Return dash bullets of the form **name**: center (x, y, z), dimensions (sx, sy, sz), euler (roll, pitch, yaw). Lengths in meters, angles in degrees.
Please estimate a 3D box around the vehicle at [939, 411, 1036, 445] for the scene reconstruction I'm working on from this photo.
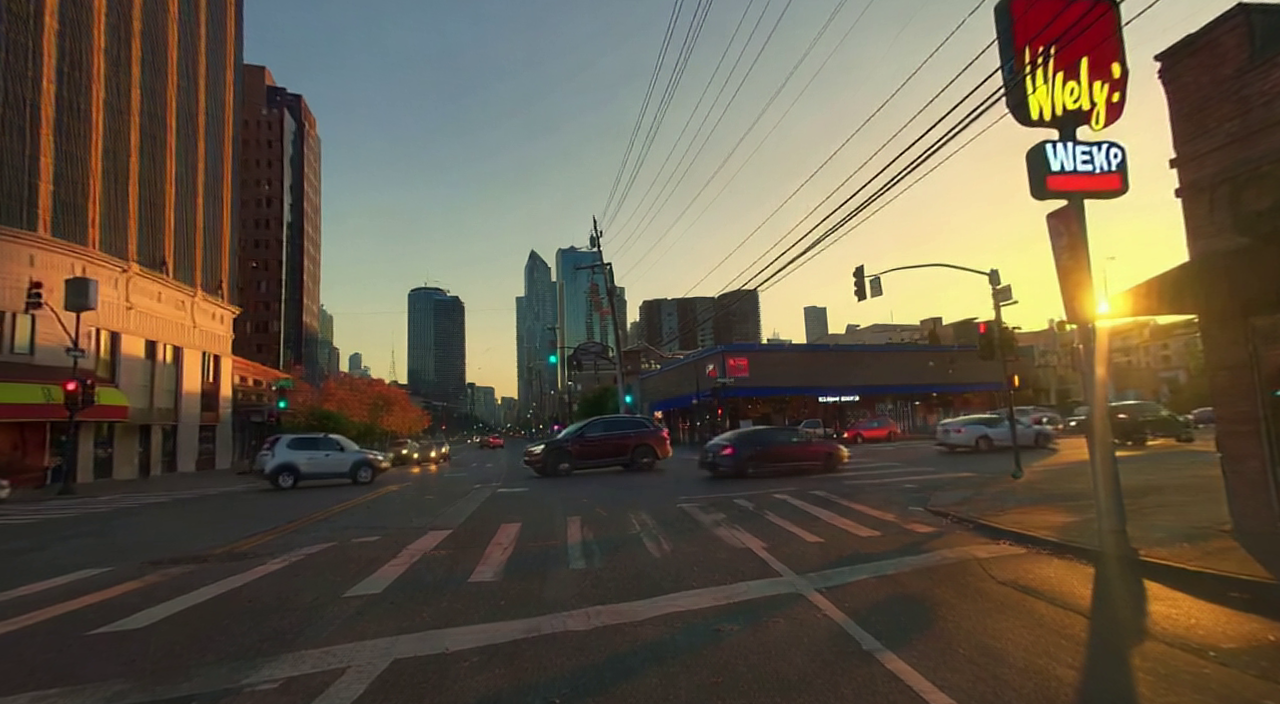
- **vehicle**: center (16.268, 3.597, 29.532), dimensions (4.433, 1.453, 1.804), euler (5, -10, -30)

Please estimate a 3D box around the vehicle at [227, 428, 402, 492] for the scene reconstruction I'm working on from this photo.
- **vehicle**: center (-10.077, 3.324, 19.824), dimensions (2.105, 1.761, 4.292), euler (-8, -11, 40)

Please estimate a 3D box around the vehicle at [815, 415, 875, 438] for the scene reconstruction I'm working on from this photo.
- **vehicle**: center (16.031, 5.838, 49.420), dimensions (4.589, 1.730, 1.801), euler (4, -9, -31)

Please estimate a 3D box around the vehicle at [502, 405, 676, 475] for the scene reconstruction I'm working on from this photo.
- **vehicle**: center (-1.486, 2.909, 20.806), dimensions (2.374, 1.985, 5.588), euler (-8, -11, 41)

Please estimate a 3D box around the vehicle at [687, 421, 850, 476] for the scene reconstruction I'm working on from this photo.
- **vehicle**: center (3.933, 2.913, 19.264), dimensions (4.707, 1.487, 1.907), euler (4, -10, -29)
